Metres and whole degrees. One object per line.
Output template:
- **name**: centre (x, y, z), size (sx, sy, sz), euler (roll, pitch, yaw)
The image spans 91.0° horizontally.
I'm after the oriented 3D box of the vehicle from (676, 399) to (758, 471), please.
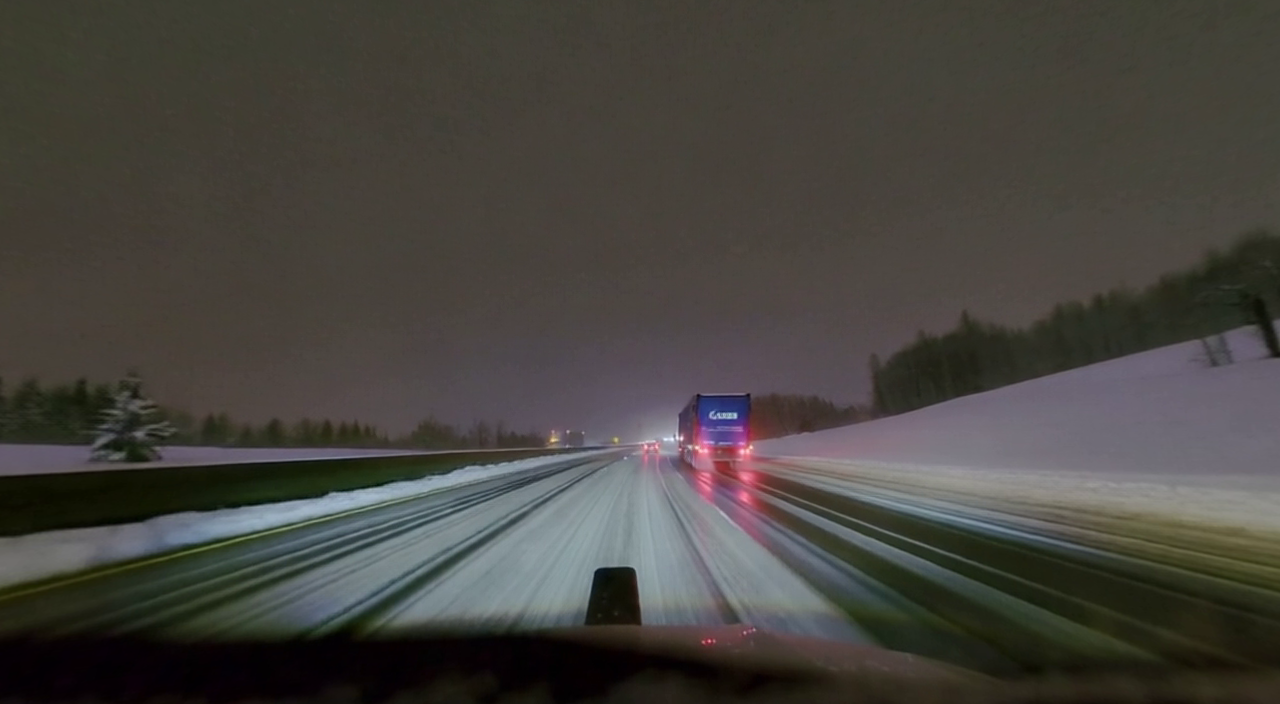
- **vehicle**: centre (4.121, 4.911, 37.042), size (3.306, 3.531, 11.717), euler (0, -8, 0)
